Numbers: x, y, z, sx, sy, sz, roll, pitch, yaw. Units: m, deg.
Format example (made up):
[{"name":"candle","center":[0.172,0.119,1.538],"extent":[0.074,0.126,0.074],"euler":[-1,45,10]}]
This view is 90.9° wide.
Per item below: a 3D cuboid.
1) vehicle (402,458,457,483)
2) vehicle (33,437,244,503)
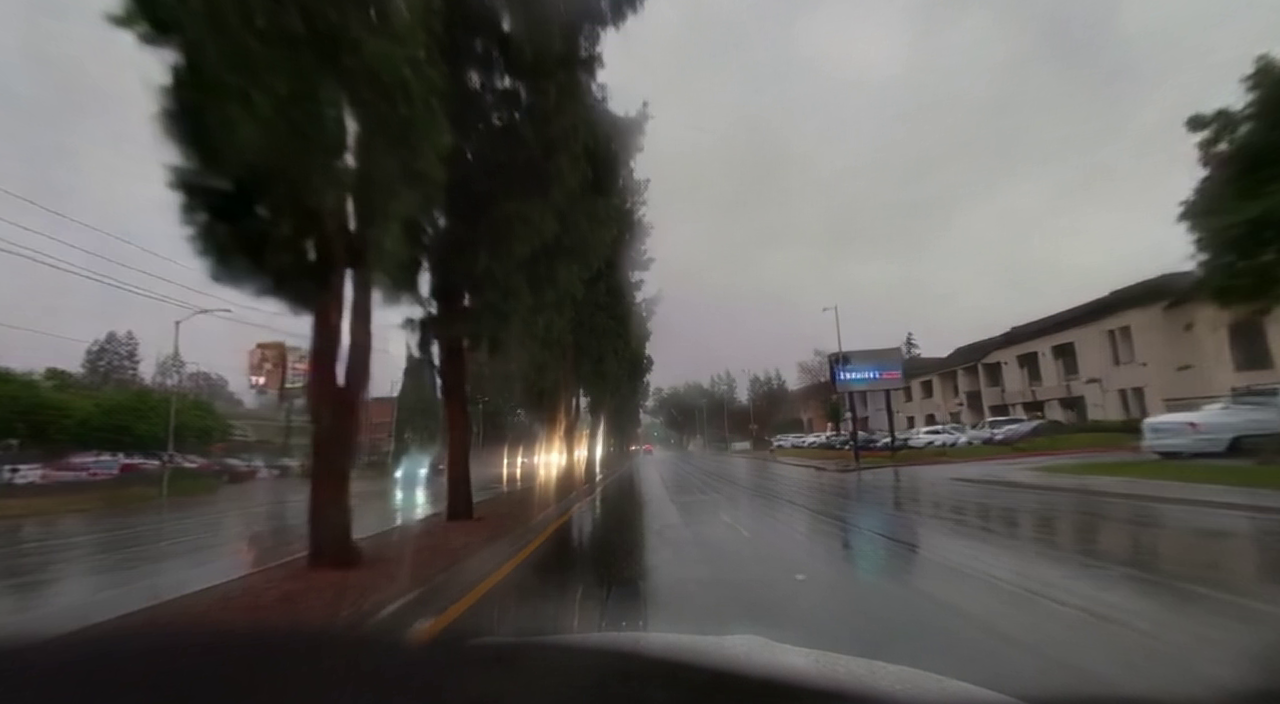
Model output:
[{"name":"vehicle","center":[-13.392,7.533,40.356],"extent":[1.858,1.454,4.524],"euler":[-1,-9,2]},{"name":"vehicle","center":[-36.056,8.687,47.133],"extent":[2.908,3.933,16.577],"euler":[-1,-10,-2]}]
